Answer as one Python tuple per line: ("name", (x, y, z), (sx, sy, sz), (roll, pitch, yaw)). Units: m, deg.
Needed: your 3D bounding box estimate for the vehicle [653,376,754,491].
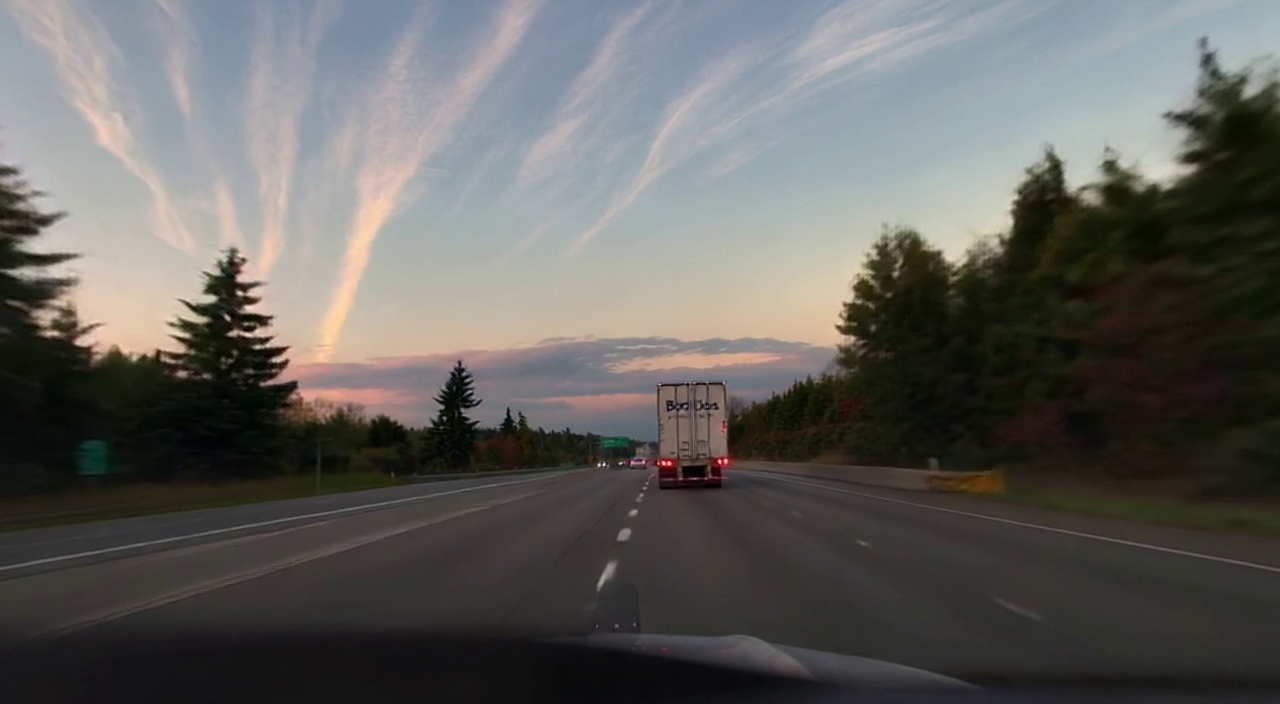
("vehicle", (2.592, 4.268, 31.070), (3.537, 4.071, 17.399), (-1, -9, 2))
